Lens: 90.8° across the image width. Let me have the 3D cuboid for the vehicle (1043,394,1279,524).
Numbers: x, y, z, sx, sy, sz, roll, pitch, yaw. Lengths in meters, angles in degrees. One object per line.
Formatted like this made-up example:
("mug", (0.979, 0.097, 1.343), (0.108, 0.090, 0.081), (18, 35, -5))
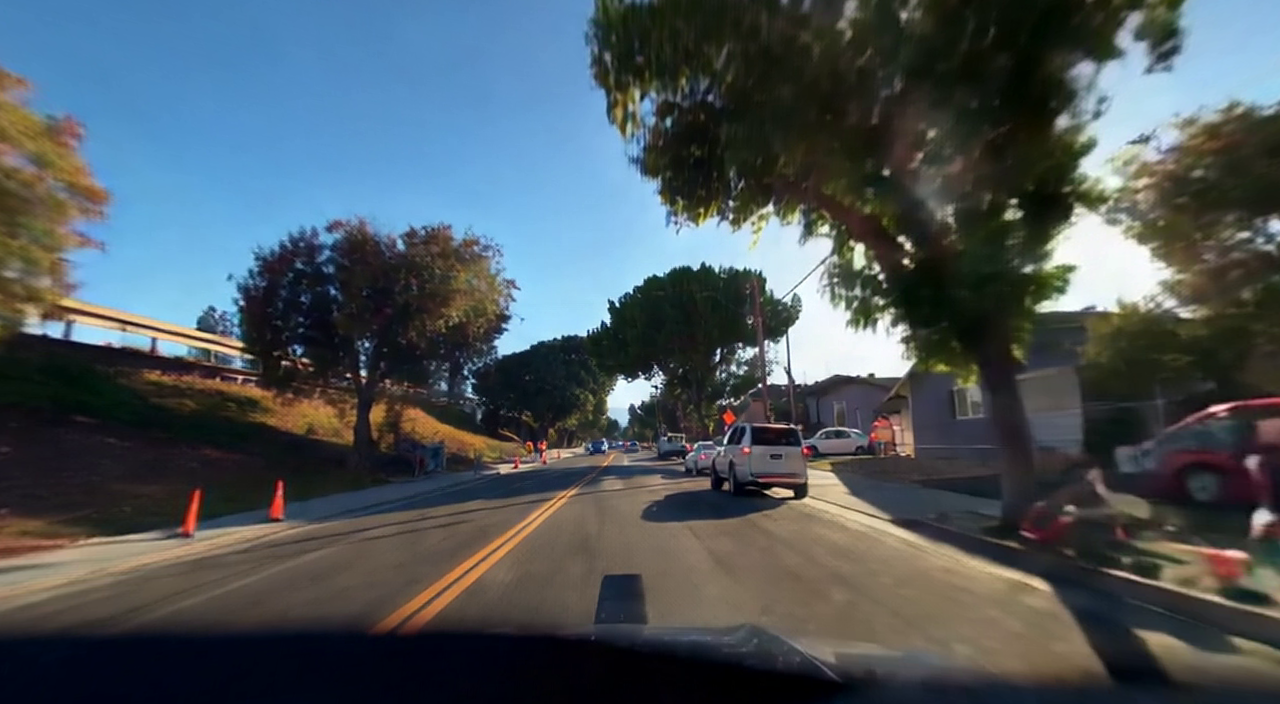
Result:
("vehicle", (8.883, 1.513, 9.163), (4.501, 1.643, 2.185), (0, -8, 3))

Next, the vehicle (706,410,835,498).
("vehicle", (3.166, 2.627, 16.576), (2.293, 1.957, 4.934), (0, -8, 0))

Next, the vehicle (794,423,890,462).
("vehicle", (11.118, 5.015, 35.090), (4.633, 2.059, 2.050), (0, -8, 2))
